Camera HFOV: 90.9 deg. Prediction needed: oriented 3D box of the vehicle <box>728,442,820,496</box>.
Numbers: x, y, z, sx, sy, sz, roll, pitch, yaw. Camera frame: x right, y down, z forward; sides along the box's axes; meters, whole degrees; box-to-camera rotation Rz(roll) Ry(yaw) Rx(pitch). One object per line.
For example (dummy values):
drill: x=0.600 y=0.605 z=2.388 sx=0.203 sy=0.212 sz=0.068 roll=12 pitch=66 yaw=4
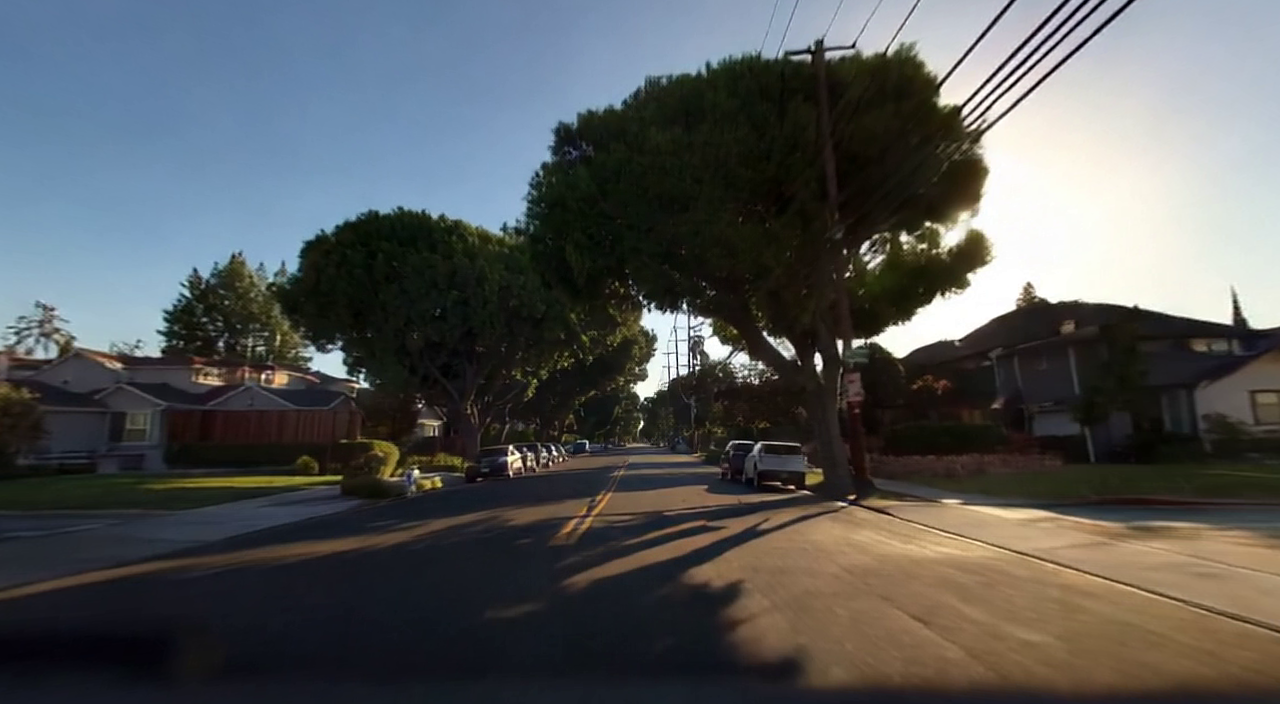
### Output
vehicle: x=3.943 y=3.499 z=19.287 sx=1.851 sy=1.438 sz=4.177 roll=0 pitch=-8 yaw=0

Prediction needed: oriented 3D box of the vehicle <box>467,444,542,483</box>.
vehicle: x=-5.884 y=4.879 z=28.063 sx=2.231 sy=1.492 sz=4.727 roll=1 pitch=-8 yaw=1
